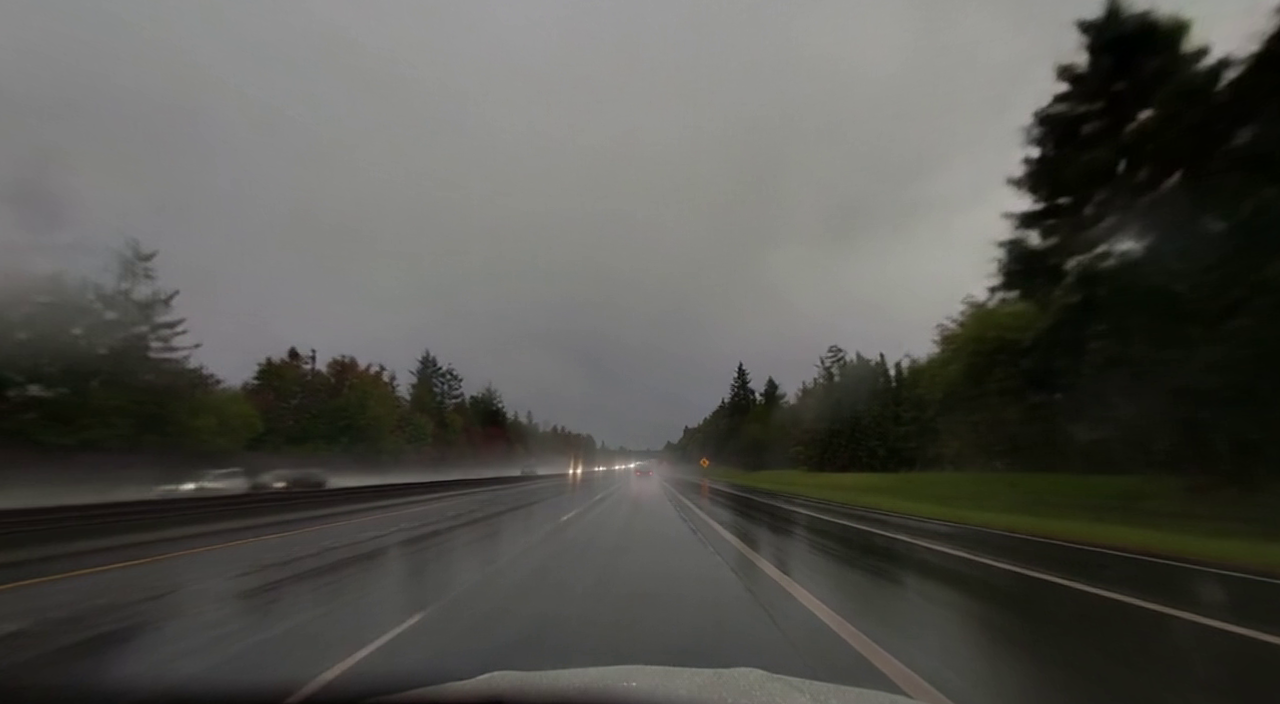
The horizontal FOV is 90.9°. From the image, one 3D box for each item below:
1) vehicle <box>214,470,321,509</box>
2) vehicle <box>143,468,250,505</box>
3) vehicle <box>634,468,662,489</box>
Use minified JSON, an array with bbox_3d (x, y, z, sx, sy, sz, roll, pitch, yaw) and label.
[{"bbox_3d":[-15.491,5.716,26.469,1.983,1.443,3.919,1,-11,1],"label":"vehicle"},{"bbox_3d":[-19.831,5.993,28.391,1.778,1.488,4.043,1,-11,1],"label":"vehicle"},{"bbox_3d":[0.590,9.755,48.749,2.016,1.530,4.009,1,-11,0],"label":"vehicle"}]
